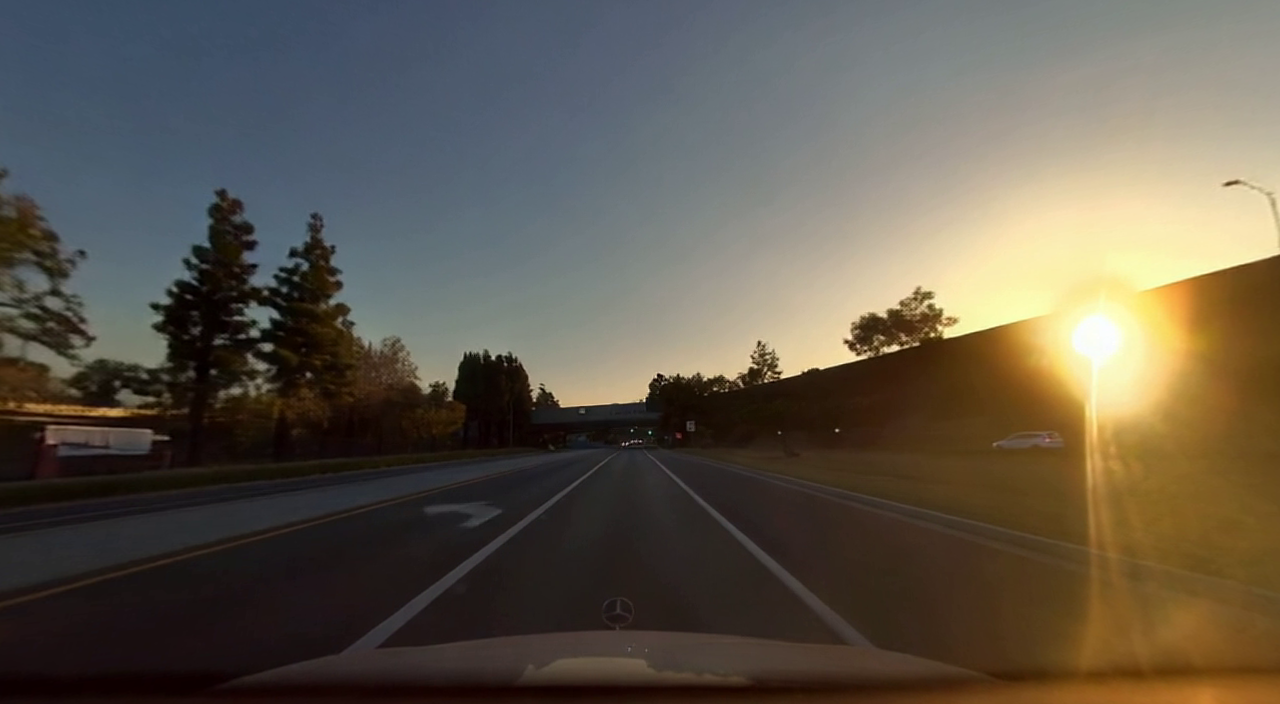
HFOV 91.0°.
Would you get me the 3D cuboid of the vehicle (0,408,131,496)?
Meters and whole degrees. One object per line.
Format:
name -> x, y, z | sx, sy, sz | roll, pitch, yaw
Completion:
vehicle -> -29.283, 4.894, 31.139 | 3.028, 3.909, 5.951 | -1, -8, 0
